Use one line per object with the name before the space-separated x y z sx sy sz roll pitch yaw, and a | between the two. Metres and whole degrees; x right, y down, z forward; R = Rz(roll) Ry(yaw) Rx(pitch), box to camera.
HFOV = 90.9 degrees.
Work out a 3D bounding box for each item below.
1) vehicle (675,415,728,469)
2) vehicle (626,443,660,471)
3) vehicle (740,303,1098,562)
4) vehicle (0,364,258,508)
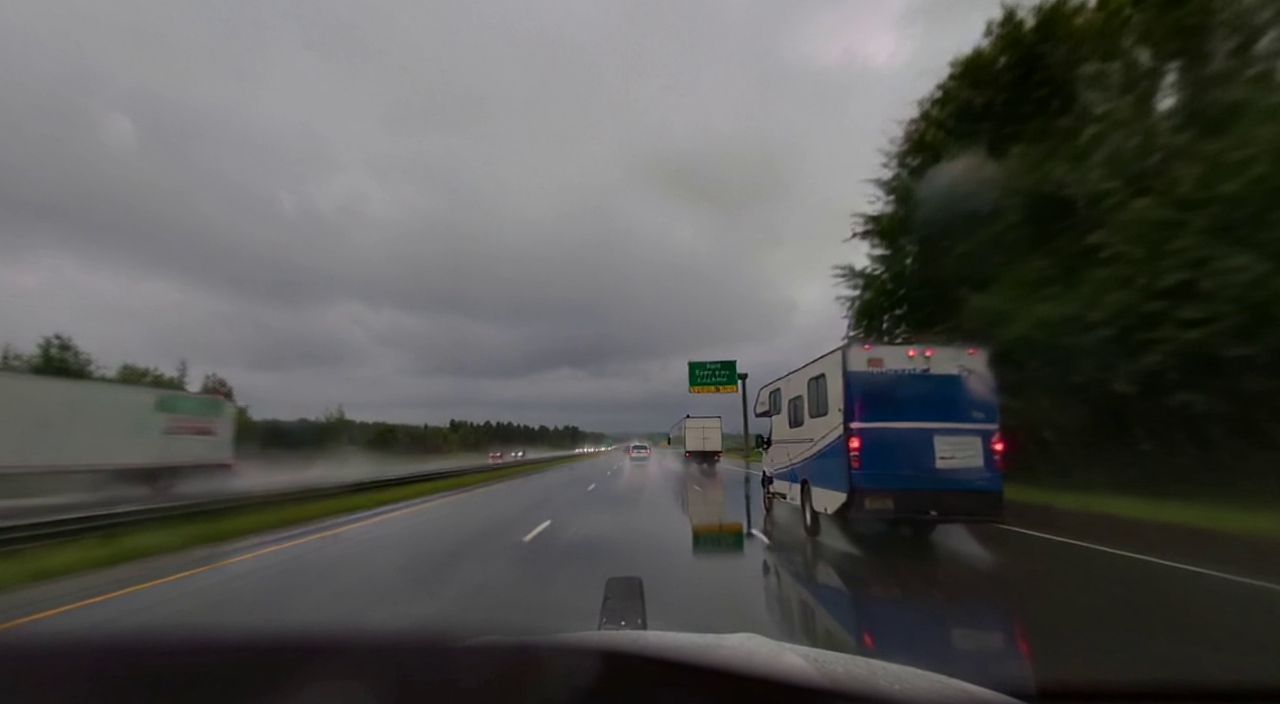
vehicle | 4.301 6.600 46.061 2.931 3.530 8.760 0 -9 0
vehicle | 0.180 6.862 41.335 2.151 1.678 3.923 0 -9 0
vehicle | 3.801 1.462 11.026 2.698 3.001 7.323 0 -9 -1
vehicle | -19.382 2.838 20.697 3.059 3.980 16.984 0 -9 0
